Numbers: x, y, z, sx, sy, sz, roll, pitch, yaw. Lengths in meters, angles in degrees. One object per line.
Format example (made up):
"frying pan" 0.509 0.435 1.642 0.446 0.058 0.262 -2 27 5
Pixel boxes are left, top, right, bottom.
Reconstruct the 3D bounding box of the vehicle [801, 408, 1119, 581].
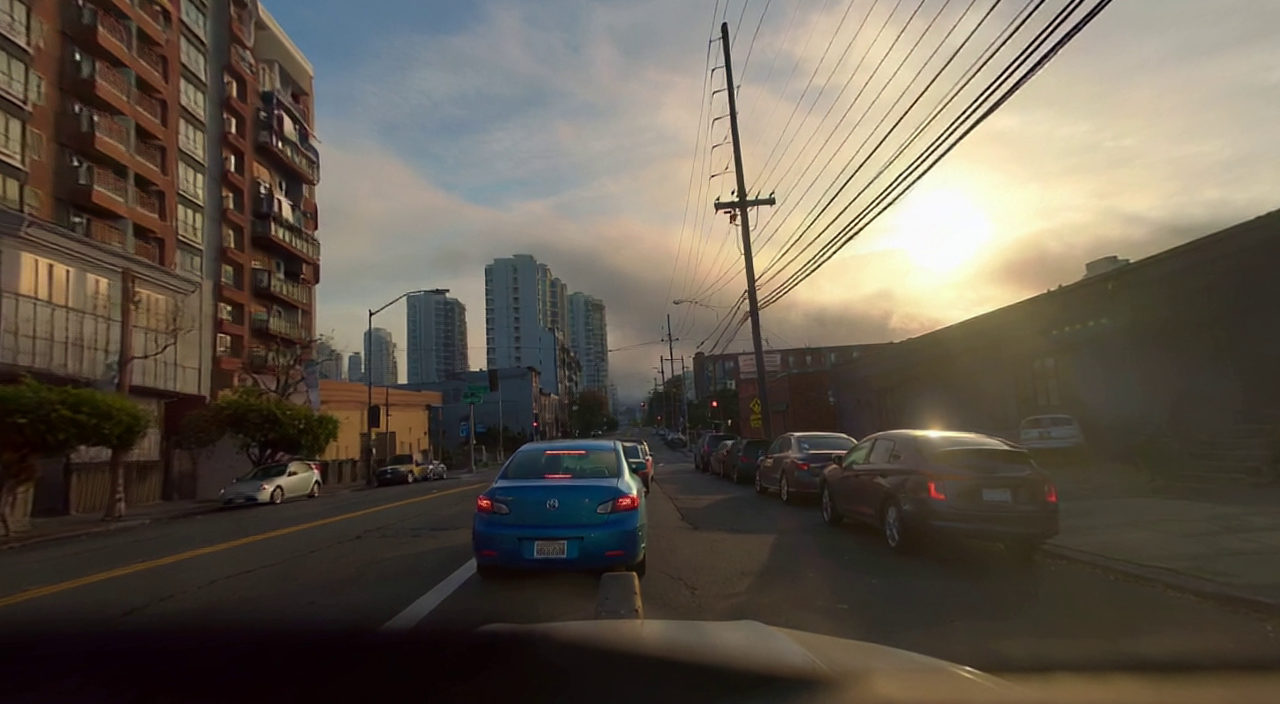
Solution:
"vehicle" 3.791 1.759 8.623 1.967 1.721 4.410 0 -8 -1

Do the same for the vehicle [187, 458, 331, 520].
"vehicle" -11.854 4.240 20.044 1.868 1.491 4.367 -5 -8 0

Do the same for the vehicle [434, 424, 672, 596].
"vehicle" -0.715 1.690 7.733 2.019 1.453 4.603 0 -8 1

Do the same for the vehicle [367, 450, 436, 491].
"vehicle" -11.946 5.940 31.935 2.011 1.687 4.079 -5 -8 -3

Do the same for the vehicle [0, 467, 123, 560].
"vehicle" -11.899 2.903 11.024 1.850 1.487 4.711 -3 -8 -1
